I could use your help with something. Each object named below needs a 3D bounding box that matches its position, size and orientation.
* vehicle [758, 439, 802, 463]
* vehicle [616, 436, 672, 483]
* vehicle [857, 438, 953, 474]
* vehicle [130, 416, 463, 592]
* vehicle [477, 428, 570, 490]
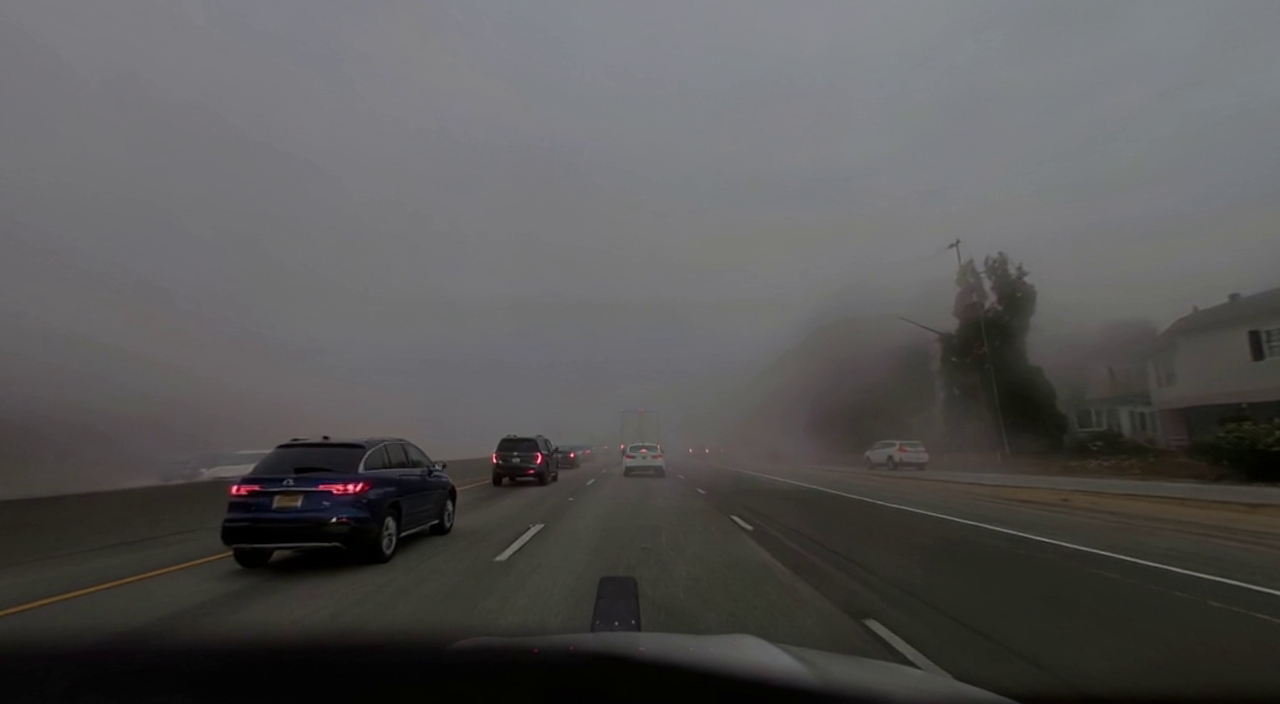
[{"bbox_3d":[10.545,7.499,47.836,2.048,1.674,4.106,1,-9,-5],"label":"vehicle"},{"bbox_3d":[0.130,4.304,25.473,2.063,1.703,4.203,0,-9,-1],"label":"vehicle"},{"bbox_3d":[11.773,4.668,28.477,1.905,1.490,4.826,1,-9,-5],"label":"vehicle"},{"bbox_3d":[-3.872,1.772,8.145,1.988,1.668,4.021,0,-9,0],"label":"vehicle"},{"bbox_3d":[-4.033,3.847,22.998,2.301,1.944,5.482,0,-9,1],"label":"vehicle"}]
